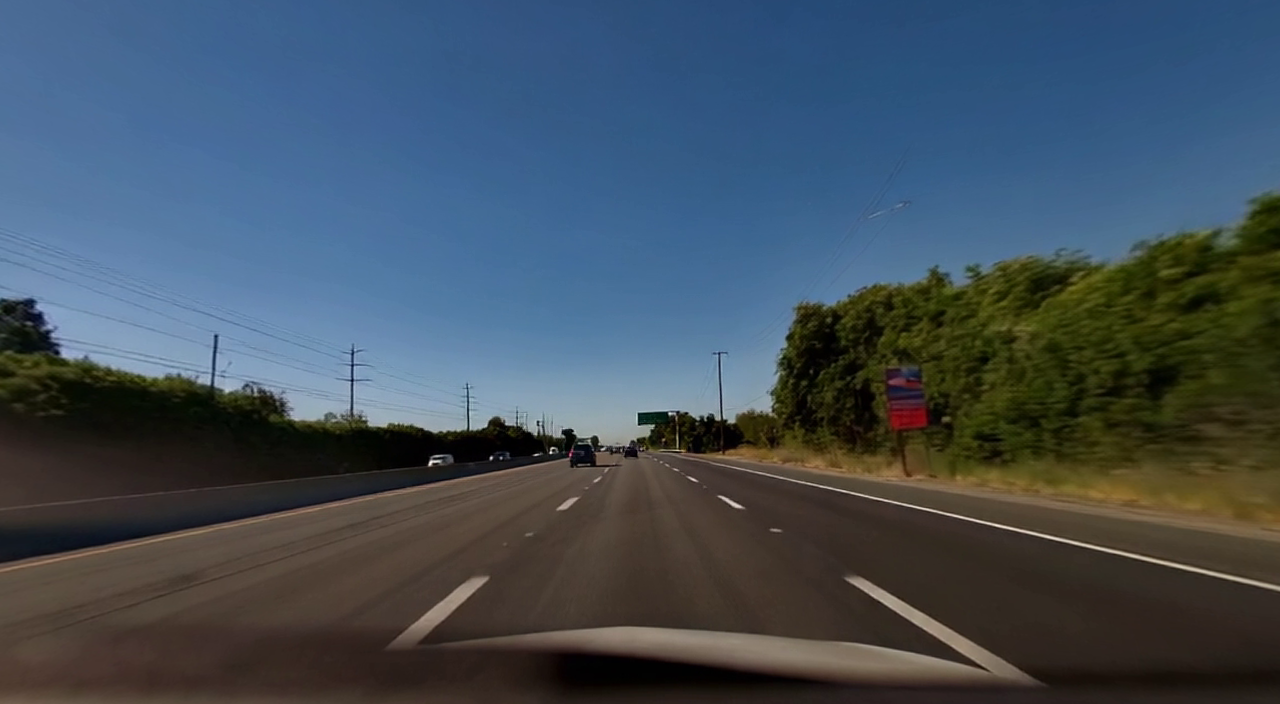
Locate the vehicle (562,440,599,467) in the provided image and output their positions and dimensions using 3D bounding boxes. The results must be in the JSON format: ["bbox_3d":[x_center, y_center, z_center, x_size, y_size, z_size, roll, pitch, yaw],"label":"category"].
[{"bbox_3d":[-4.172,7.182,44.964,2.130,1.823,4.761,0,-8,1],"label":"vehicle"}]
